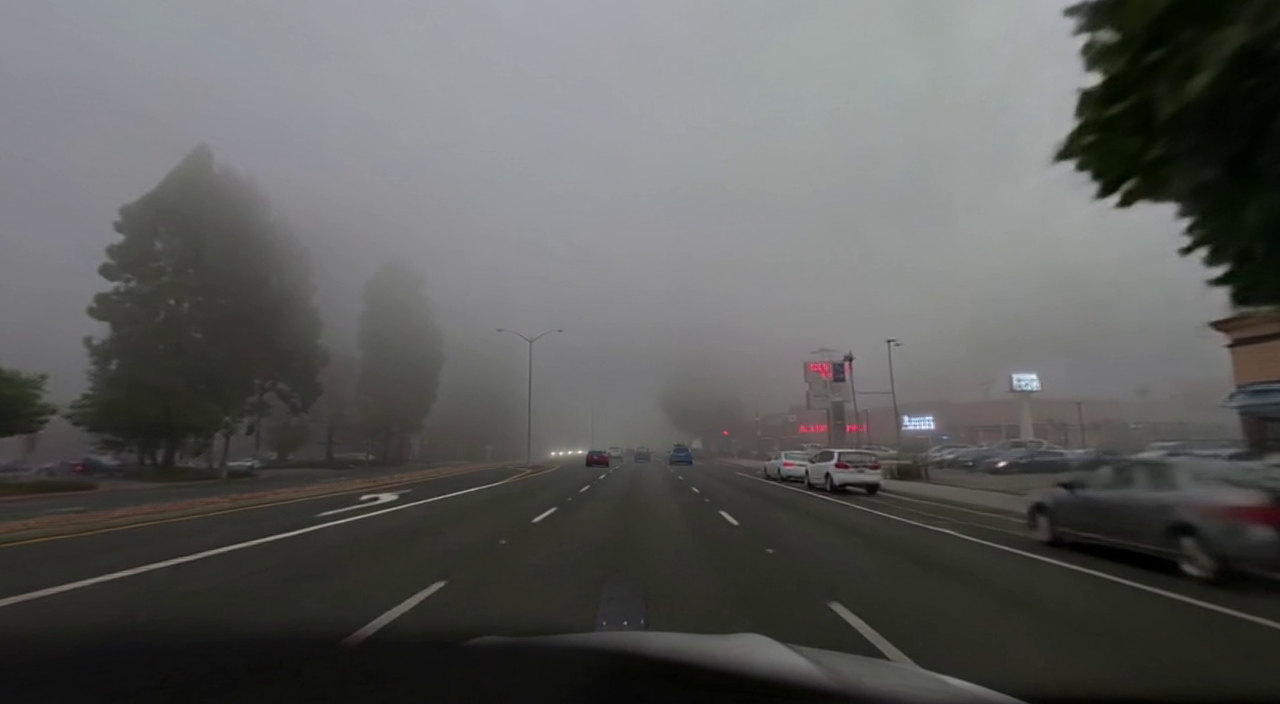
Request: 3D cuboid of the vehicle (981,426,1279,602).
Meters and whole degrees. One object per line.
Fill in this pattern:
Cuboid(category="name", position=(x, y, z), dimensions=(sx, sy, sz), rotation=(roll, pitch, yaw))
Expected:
Cuboid(category="vehicle", position=(6.516, 1.850, 8.083), dimensions=(1.934, 1.641, 4.117), rotation=(0, -9, 0))

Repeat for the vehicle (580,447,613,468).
Cuboid(category="vehicle", position=(-3.084, 7.586, 45.643), dimensions=(2.005, 1.446, 4.265), rotation=(0, -9, 1))

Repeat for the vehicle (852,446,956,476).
Cuboid(category="vehicle", position=(13.300, 5.497, 31.933), dimensions=(4.373, 1.463, 1.992), rotation=(0, -9, 0))

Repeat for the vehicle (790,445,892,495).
Cuboid(category="vehicle", position=(6.765, 4.001, 21.797), dimensions=(1.869, 1.516, 4.767), rotation=(0, -9, -1))
